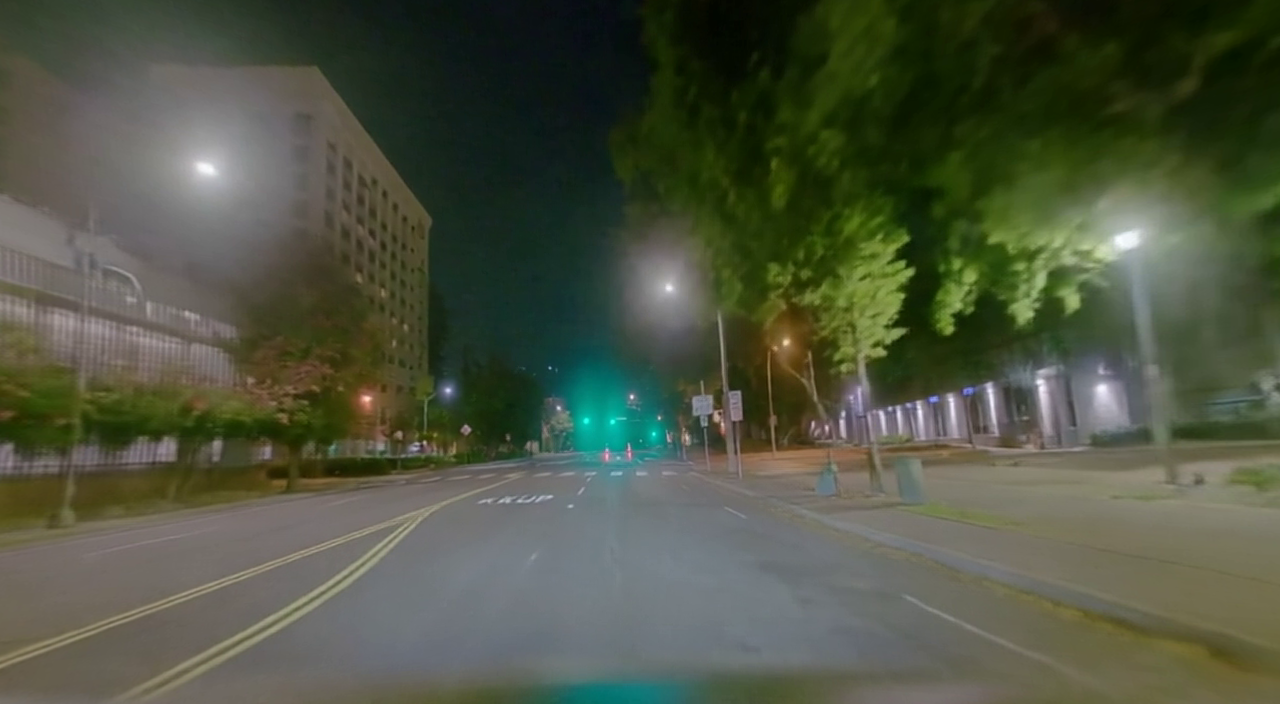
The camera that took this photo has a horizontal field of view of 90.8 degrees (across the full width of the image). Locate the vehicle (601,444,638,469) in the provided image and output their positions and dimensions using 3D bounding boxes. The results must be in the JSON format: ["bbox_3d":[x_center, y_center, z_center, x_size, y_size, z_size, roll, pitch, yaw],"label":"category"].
[{"bbox_3d":[-1.312,6.375,38.723,2.131,1.474,4.146,0,-8,-3],"label":"vehicle"}]
